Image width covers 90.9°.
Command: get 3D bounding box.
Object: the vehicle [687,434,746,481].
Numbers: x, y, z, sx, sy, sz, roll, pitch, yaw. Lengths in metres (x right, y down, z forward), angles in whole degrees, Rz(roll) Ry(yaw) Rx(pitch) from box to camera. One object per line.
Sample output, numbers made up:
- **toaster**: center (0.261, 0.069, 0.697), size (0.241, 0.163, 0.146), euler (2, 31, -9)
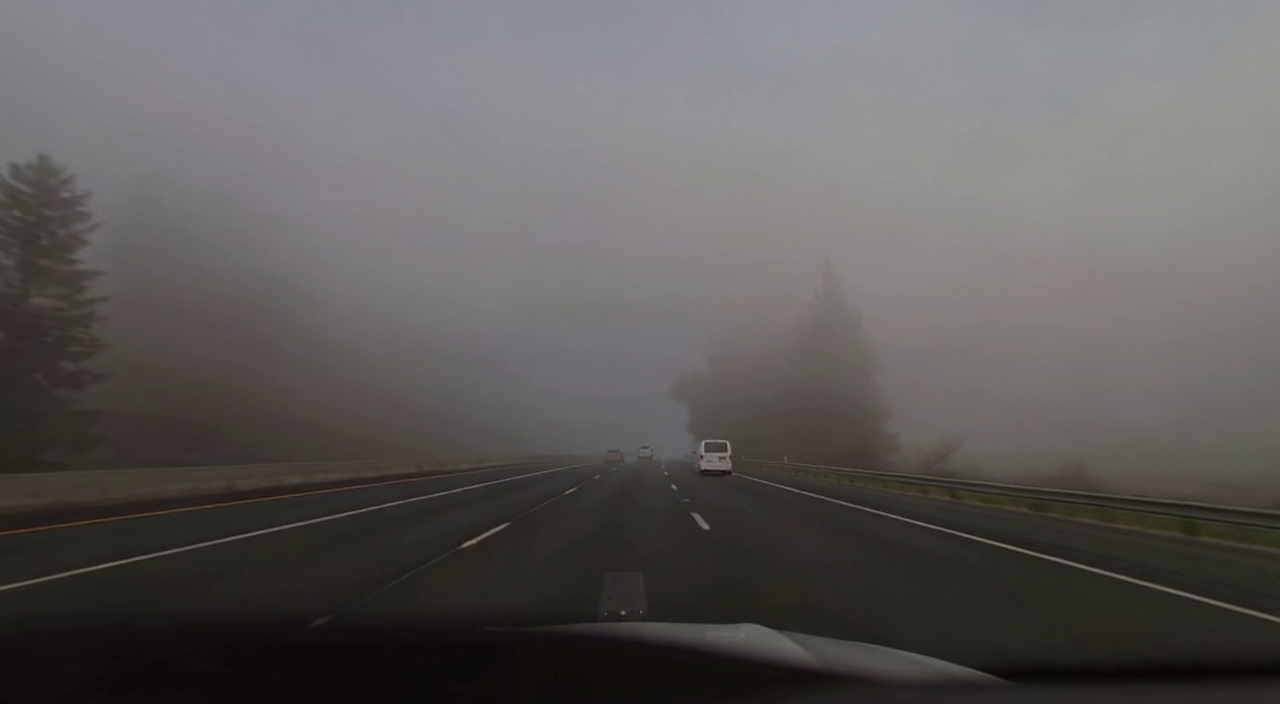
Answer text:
- **vehicle**: center (3.502, 4.974, 29.801), size (2.219, 2.033, 4.911), euler (0, -9, 1)
